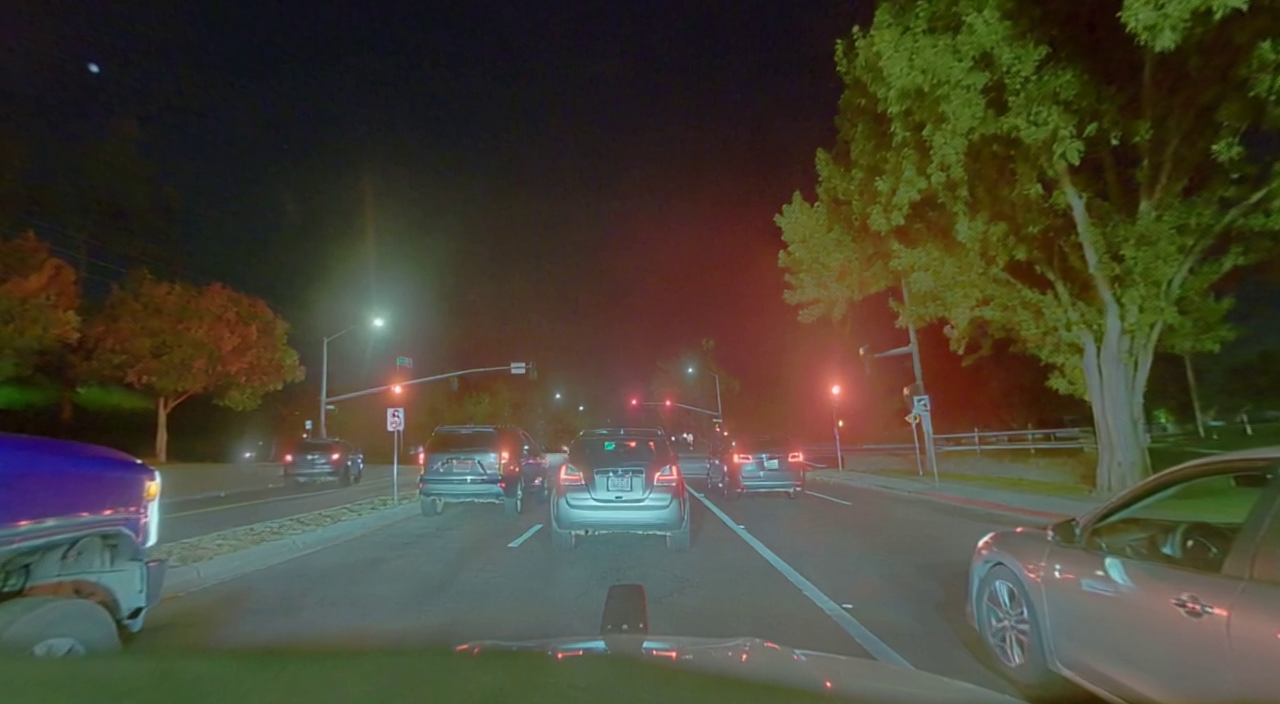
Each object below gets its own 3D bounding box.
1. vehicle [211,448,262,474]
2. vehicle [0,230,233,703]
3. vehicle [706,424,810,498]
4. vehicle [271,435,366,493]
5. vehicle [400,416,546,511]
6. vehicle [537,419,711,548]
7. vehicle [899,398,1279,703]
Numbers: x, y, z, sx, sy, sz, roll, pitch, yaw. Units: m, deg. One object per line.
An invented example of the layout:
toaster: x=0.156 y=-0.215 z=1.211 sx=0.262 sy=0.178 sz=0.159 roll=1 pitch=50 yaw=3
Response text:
vehicle: x=-30.335 y=8.160 z=47.291 sx=2.256 sy=1.799 sz=4.831 roll=8 pitch=-12 yaw=-43
vehicle: x=-3.472 y=0.352 z=0.318 sx=2.656 sy=2.021 sz=5.800 roll=0 pitch=-8 yaw=0
vehicle: x=3.184 y=3.062 z=18.081 sx=2.102 sy=1.841 sz=4.587 roll=0 pitch=-8 yaw=0
vehicle: x=-10.413 y=3.604 z=20.823 sx=2.122 sy=1.653 sz=4.807 roll=3 pitch=-9 yaw=-20
vehicle: x=-3.625 y=2.527 z=14.689 sx=2.089 sy=1.857 sz=4.488 roll=0 pitch=-8 yaw=1
vehicle: x=-0.217 y=1.937 z=9.877 sx=2.194 sy=1.607 sz=3.690 roll=0 pitch=-8 yaw=0
vehicle: x=3.022 y=0.982 z=2.653 sx=1.874 sy=1.477 sz=4.698 roll=0 pitch=-8 yaw=0
